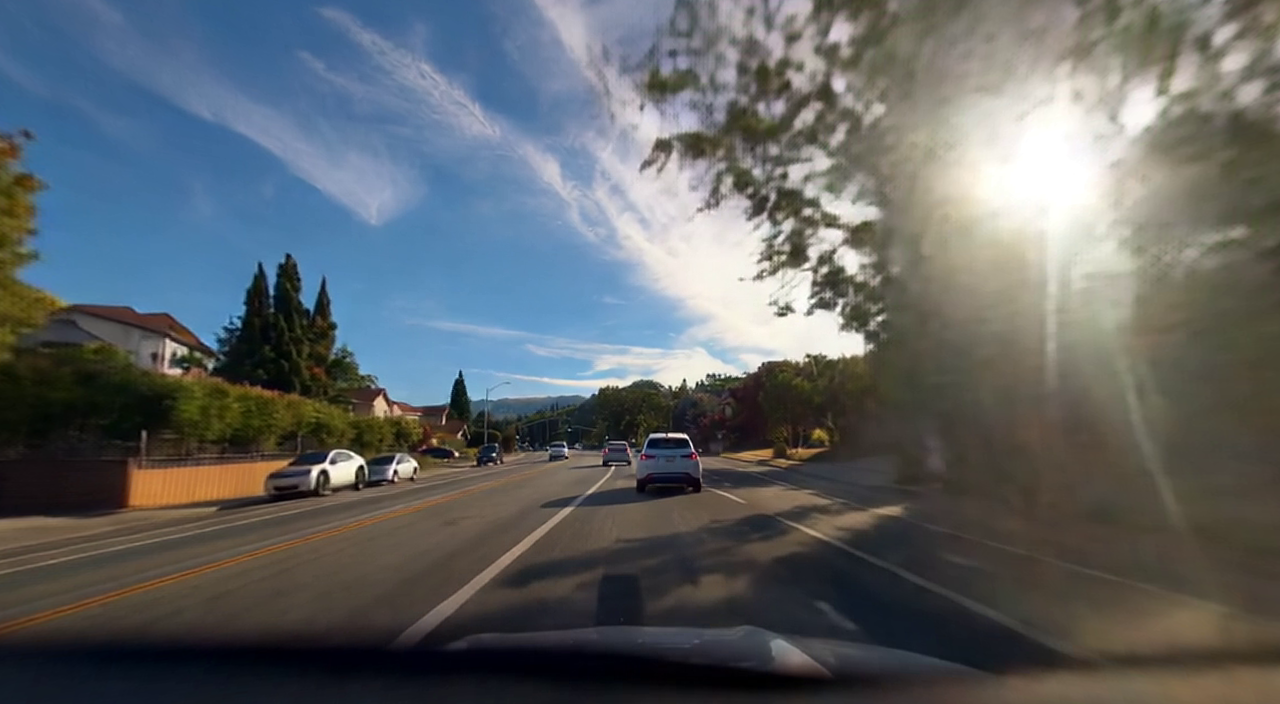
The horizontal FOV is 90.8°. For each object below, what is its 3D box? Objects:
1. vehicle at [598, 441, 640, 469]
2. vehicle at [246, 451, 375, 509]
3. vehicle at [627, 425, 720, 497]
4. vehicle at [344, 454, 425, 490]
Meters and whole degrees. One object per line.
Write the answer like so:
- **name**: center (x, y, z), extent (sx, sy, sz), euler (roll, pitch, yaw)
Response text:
- **vehicle**: center (-1.209, 5.624, 34.636), extent (2.196, 1.449, 4.006), euler (0, -8, -4)
- **vehicle**: center (-12.173, 4.687, 23.792), extent (2.150, 1.644, 5.120), euler (-8, -9, -2)
- **vehicle**: center (0.795, 3.054, 18.112), extent (2.200, 1.763, 4.676), euler (0, -8, -3)
- **vehicle**: center (-11.870, 5.584, 29.672), extent (1.831, 1.464, 4.520), euler (0, -8, 1)
